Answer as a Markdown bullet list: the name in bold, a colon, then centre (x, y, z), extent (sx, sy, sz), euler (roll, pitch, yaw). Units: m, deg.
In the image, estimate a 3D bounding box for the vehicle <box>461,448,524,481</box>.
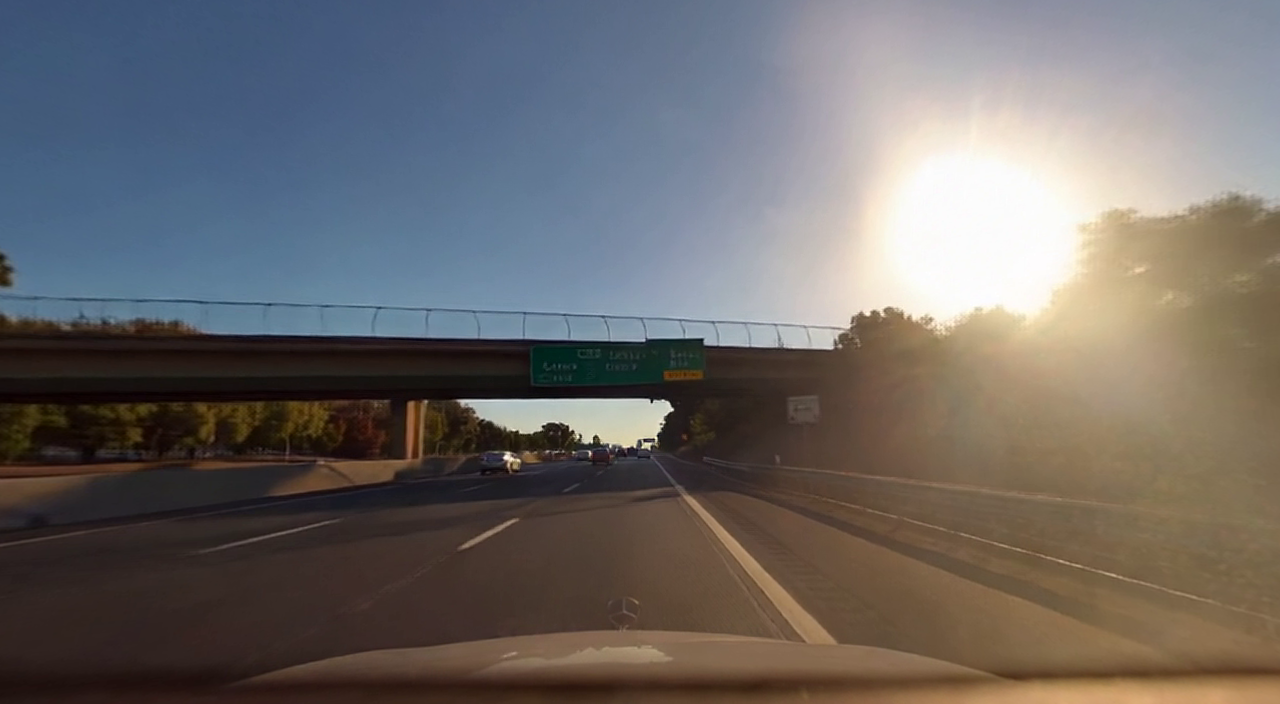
- **vehicle**: centre (-7.339, 5.625, 31.848), extent (2.002, 1.507, 4.631), euler (0, -9, 1)
